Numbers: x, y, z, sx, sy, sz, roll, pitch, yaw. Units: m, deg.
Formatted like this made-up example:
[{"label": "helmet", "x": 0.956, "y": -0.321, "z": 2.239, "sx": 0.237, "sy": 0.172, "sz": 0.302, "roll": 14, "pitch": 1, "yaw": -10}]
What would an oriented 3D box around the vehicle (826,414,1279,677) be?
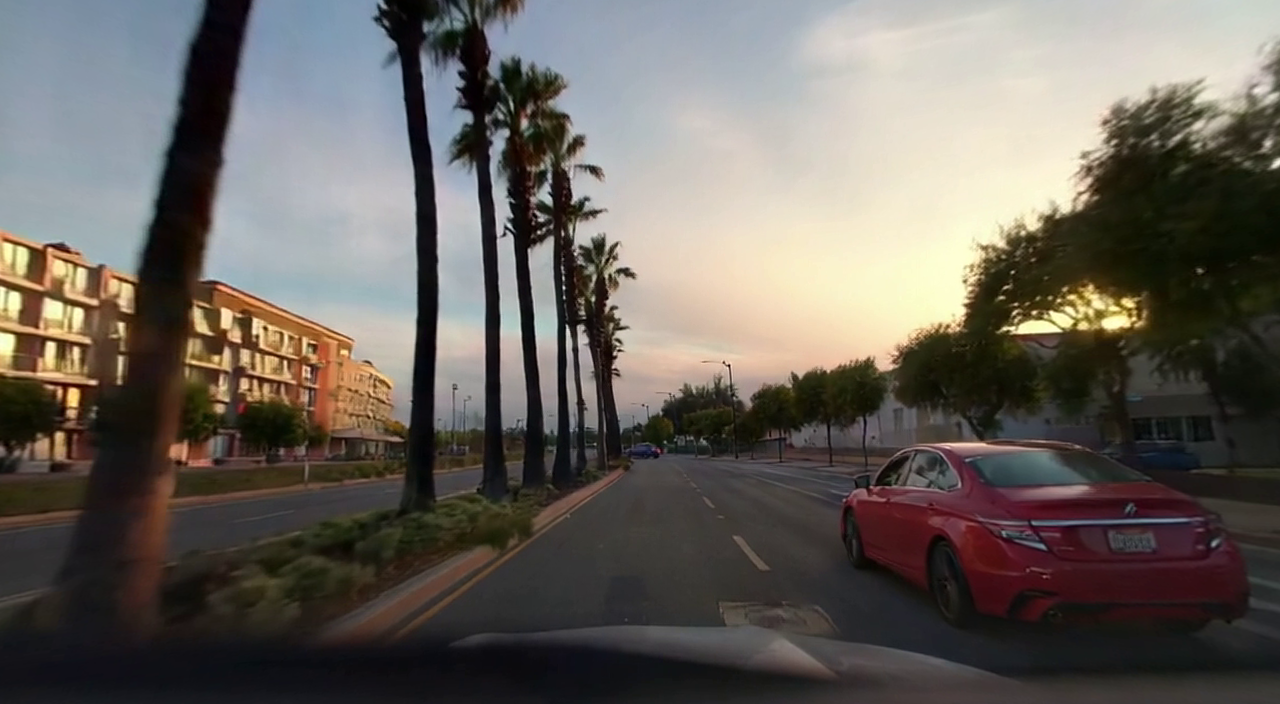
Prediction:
[{"label": "vehicle", "x": 3.368, "y": 1.490, "z": 5.993, "sx": 1.867, "sy": 1.554, "sz": 4.301, "roll": 0, "pitch": -9, "yaw": 0}]
